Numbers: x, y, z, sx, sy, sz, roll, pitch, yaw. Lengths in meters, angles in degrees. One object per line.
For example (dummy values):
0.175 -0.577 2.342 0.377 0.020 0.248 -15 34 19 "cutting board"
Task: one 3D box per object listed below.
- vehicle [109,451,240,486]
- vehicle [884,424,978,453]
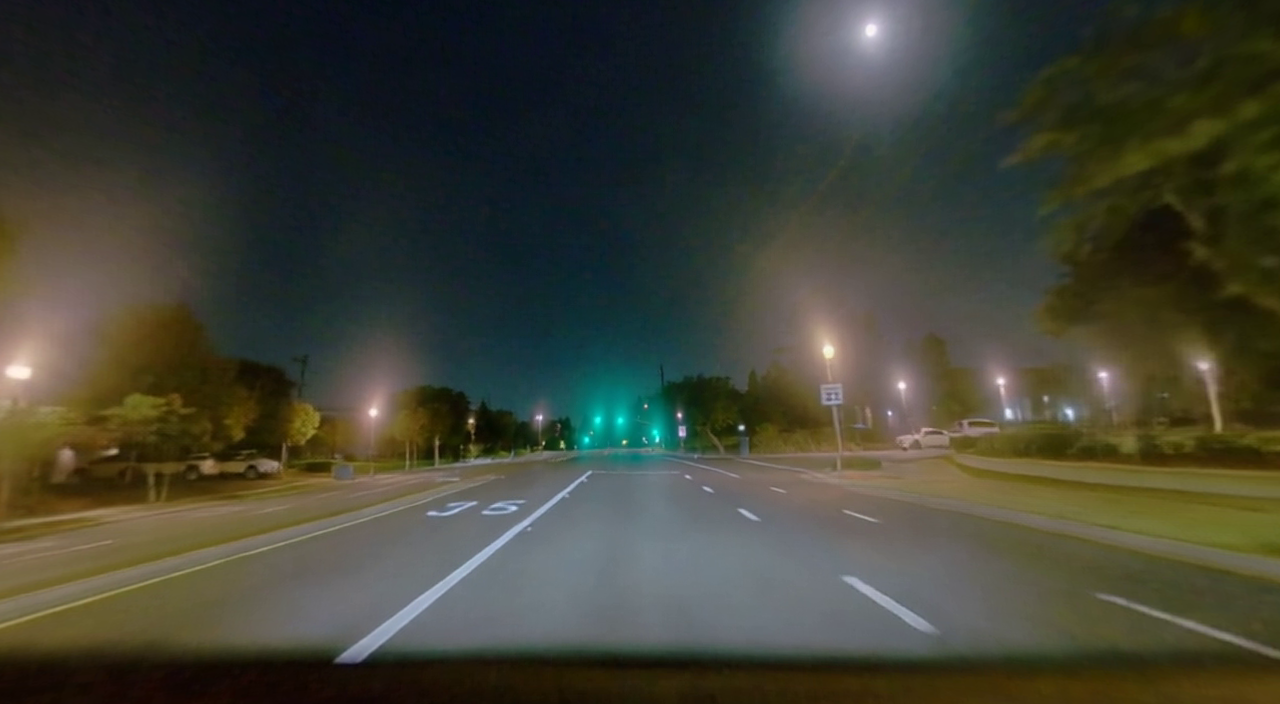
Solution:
-21.366 5.341 29.126 4.495 1.472 1.833 0 -8 -1 "vehicle"
19.109 5.749 41.634 5.172 1.468 1.964 -4 -10 -2 "vehicle"
